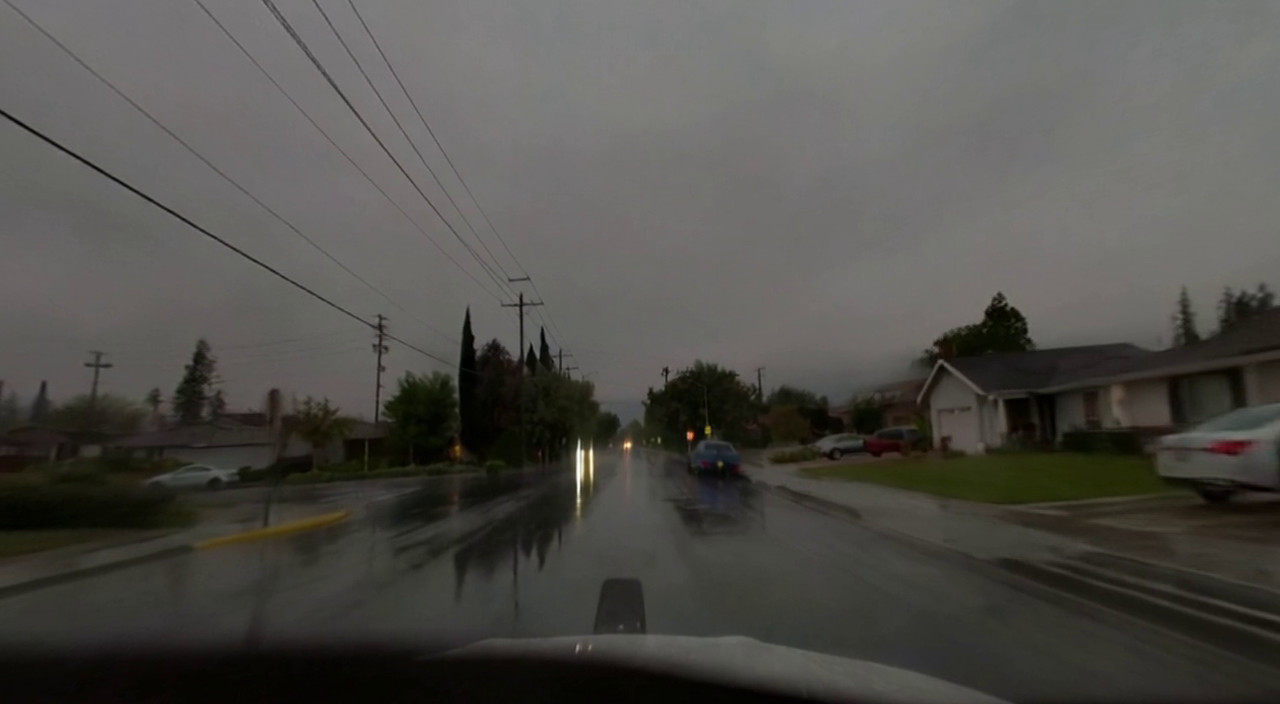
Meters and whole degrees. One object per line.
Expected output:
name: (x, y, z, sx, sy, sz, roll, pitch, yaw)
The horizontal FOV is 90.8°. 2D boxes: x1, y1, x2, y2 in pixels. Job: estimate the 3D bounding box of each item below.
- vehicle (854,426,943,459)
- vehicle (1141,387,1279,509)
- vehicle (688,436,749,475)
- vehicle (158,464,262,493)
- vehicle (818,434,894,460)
vehicle: (15.164, 5.320, 37.228, 4.283, 1.660, 2.035, -3, -6, 0)
vehicle: (11.223, 1.534, 10.173, 4.528, 1.752, 1.982, 0, -8, 1)
vehicle: (3.613, 4.871, 29.989, 2.134, 1.720, 4.515, 0, -8, -3)
vehicle: (-24.041, 7.081, 35.405, 4.479, 1.475, 1.842, 0, -8, 2)
vehicle: (13.687, 6.025, 40.191, 4.116, 1.435, 1.920, -2, -8, 1)
